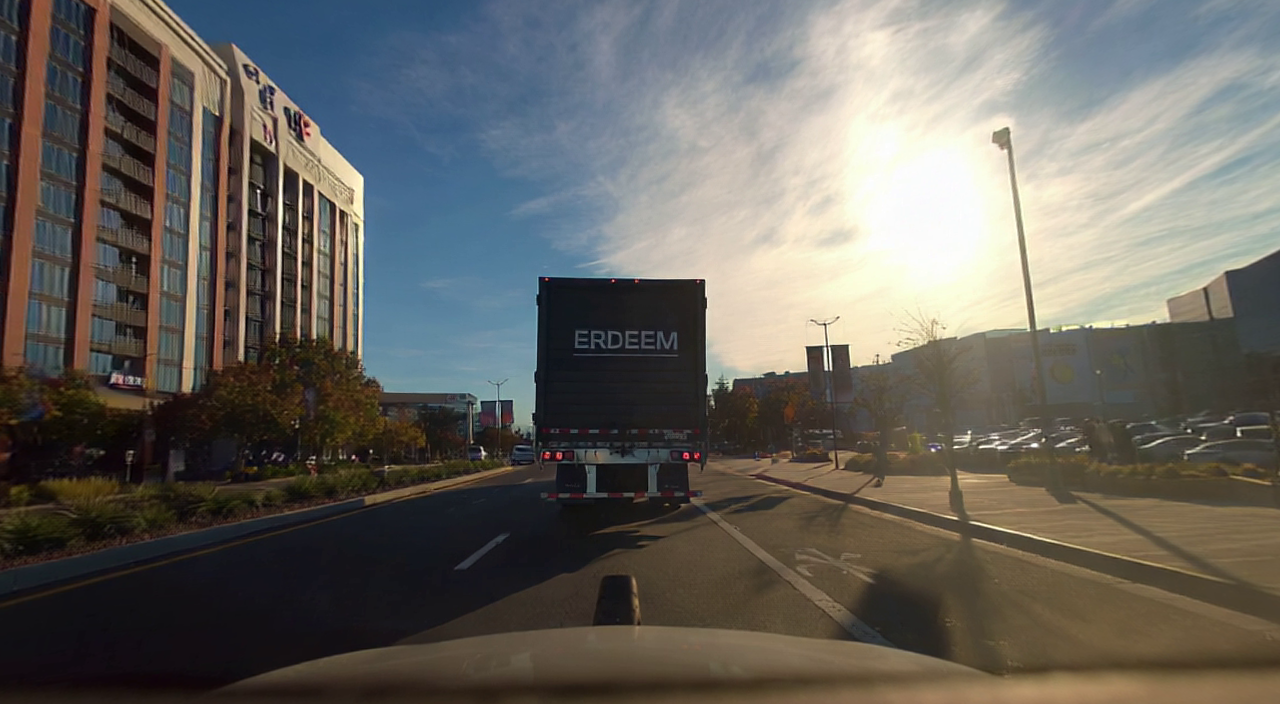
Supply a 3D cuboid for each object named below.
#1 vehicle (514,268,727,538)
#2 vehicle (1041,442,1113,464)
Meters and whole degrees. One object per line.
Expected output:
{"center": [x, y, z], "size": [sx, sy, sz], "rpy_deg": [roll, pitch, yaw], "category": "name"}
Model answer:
{"center": [-0.215, 1.281, 13.373], "size": [2.876, 3.724, 9.351], "rpy_deg": [0, -8, 1], "category": "vehicle"}
{"center": [31.353, 7.222, 45.174], "size": [1.652, 1.423, 3.797], "rpy_deg": [5, -9, -36], "category": "vehicle"}
